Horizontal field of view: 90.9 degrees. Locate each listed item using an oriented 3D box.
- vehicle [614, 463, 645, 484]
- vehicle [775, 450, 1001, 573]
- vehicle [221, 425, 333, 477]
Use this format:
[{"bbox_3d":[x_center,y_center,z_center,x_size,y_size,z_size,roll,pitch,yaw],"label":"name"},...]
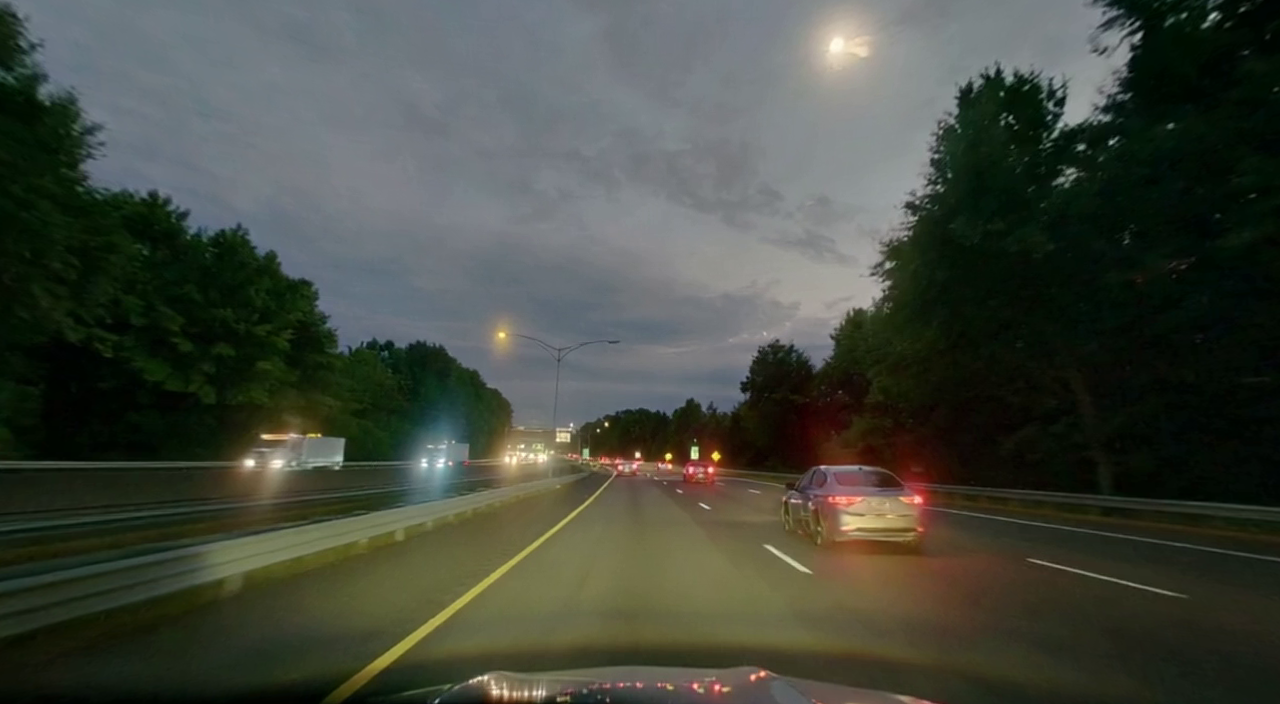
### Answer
[{"bbox_3d":[-0.819,9.342,48.499,2.242,1.525,4.305,1,-10,-1],"label":"vehicle"},{"bbox_3d":[3.932,2.620,10.959,2.132,1.662,4.180,1,-10,-1],"label":"vehicle"},{"bbox_3d":[-21.627,6.075,38.080,2.359,2.790,7.380,1,-10,-1],"label":"vehicle"}]
